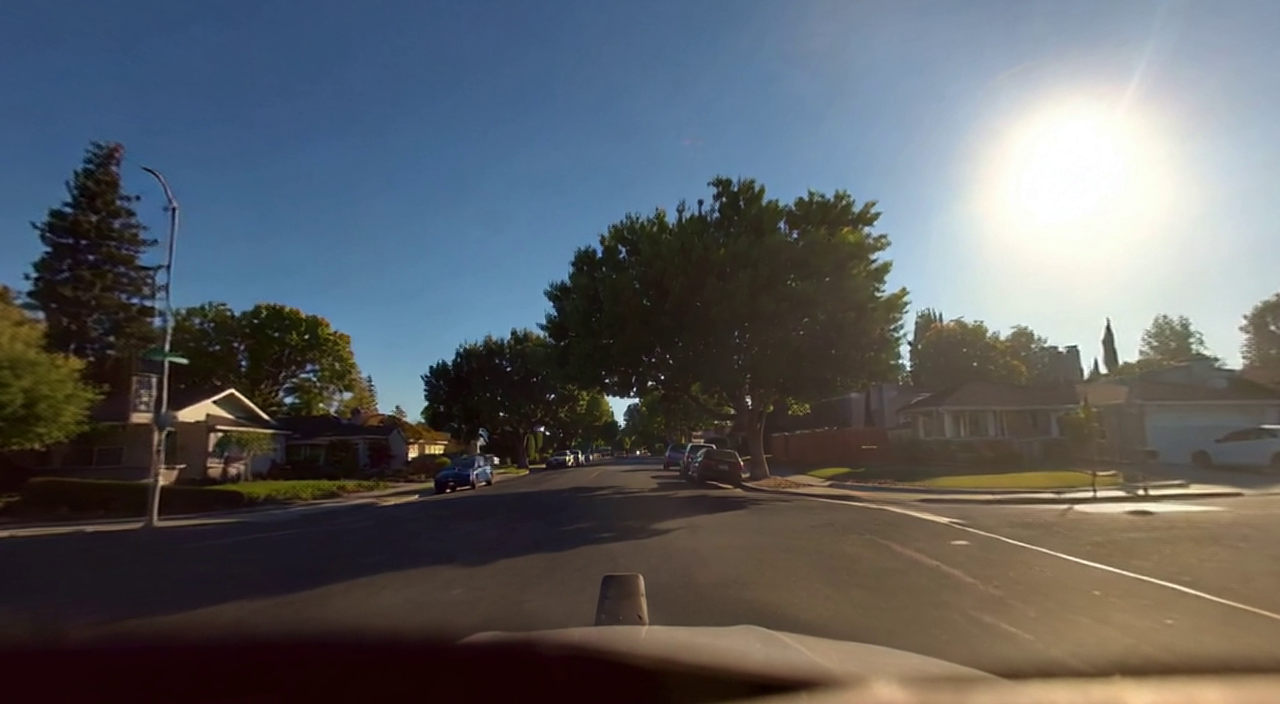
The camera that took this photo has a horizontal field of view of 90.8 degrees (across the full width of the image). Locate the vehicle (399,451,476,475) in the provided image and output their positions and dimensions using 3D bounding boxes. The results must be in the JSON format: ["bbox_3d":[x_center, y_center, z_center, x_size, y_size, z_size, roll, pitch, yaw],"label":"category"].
[{"bbox_3d":[-13.415,7.346,42.027,4.423,1.522,1.961,0,-9,-1],"label":"vehicle"}]

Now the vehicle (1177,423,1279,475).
[{"bbox_3d":[19.367,2.964,19.360,1.839,1.466,4.486,0,-9,0],"label":"vehicle"}]

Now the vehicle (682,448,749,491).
[{"bbox_3d":[2.800,4.465,24.381,1.881,1.487,4.183,0,-9,-3],"label":"vehicle"}]
